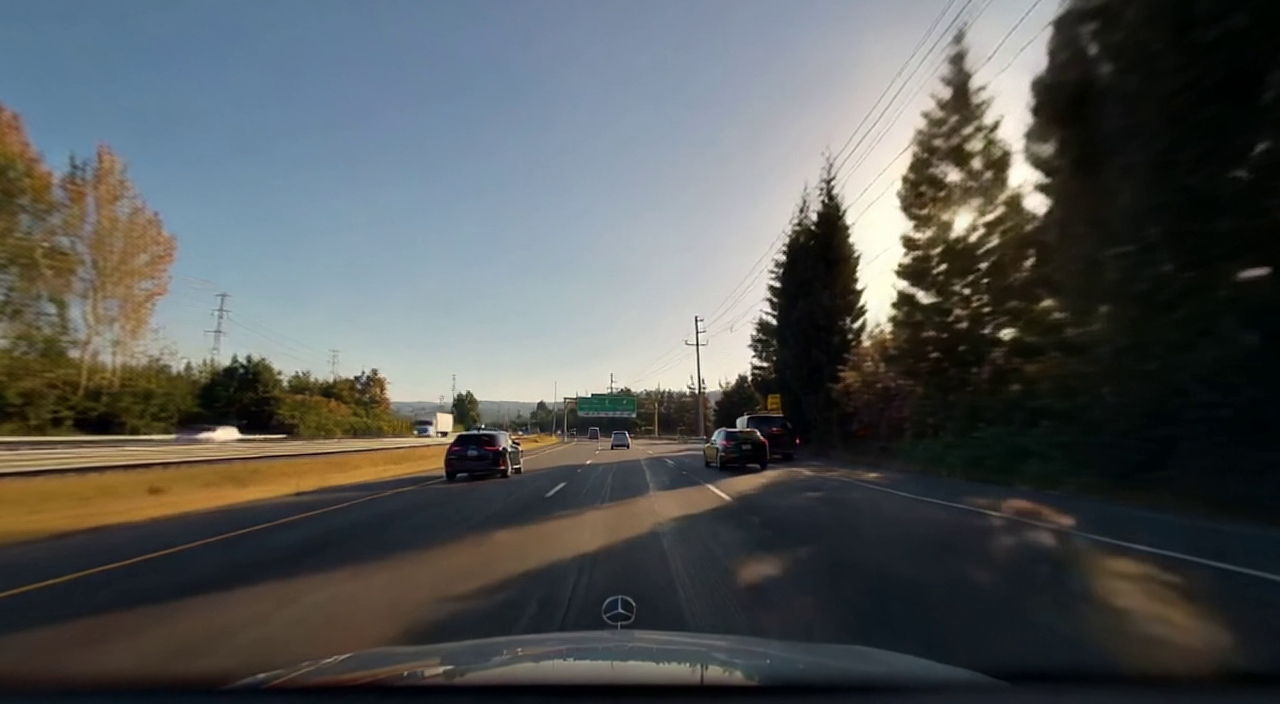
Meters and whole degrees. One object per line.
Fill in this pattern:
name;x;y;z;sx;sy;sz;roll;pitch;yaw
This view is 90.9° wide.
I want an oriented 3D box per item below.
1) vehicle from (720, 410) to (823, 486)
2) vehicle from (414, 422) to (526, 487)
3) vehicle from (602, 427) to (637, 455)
vehicle;3.550;2.627;17.651;1.976;1.905;3.263;0;-7;-3
vehicle;-4.582;2.808;17.716;2.100;1.590;4.077;0;-7;-1
vehicle;-1.323;5.699;40.504;2.159;1.690;3.720;0;-7;-3
